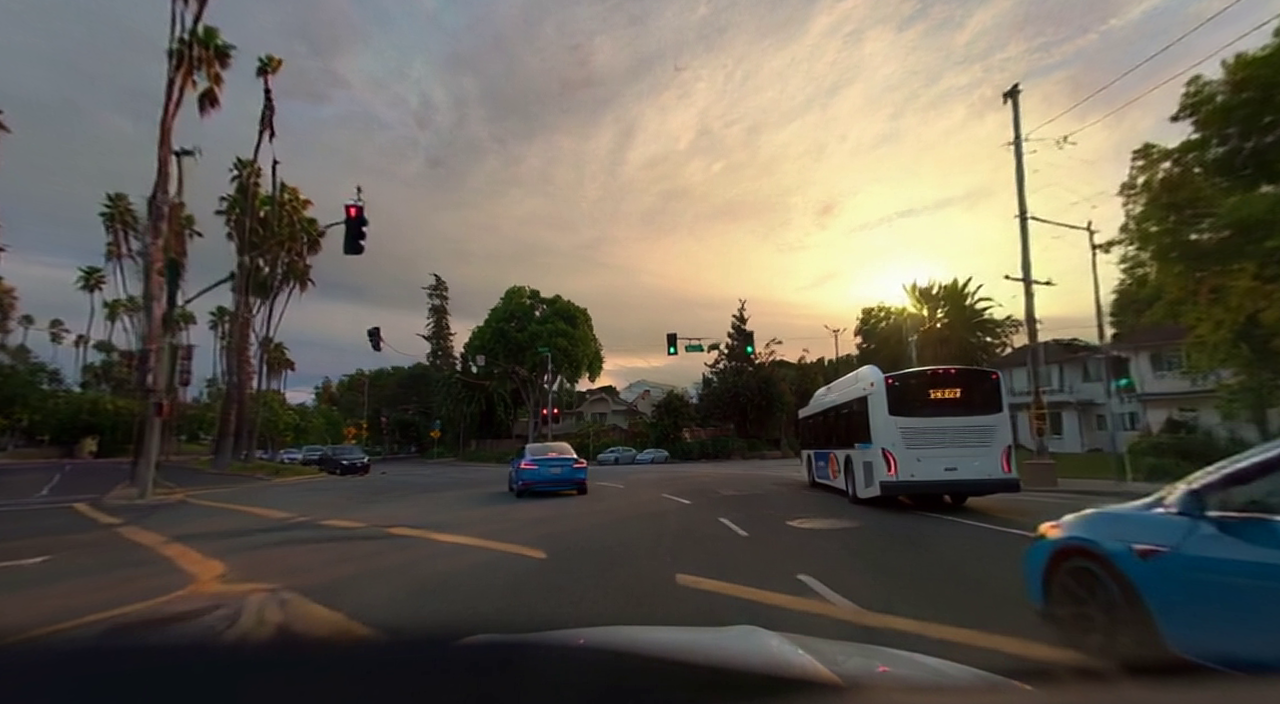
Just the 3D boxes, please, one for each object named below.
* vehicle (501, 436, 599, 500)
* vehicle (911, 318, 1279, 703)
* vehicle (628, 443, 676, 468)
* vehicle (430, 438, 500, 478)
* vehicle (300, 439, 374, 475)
[{"bbox_3d":[-2.917,3.518,19.585,2.341,1.709,4.466,2,-9,-16],"label":"vehicle"},{"bbox_3d":[3.460,0.827,2.622,2.205,1.803,5.135,0,-9,-2],"label":"vehicle"},{"bbox_3d":[0.990,7.717,47.309,2.122,1.730,5.138,-3,-9,18],"label":"vehicle"},{"bbox_3d":[-9.222,5.505,33.095,2.272,1.891,4.562,5,-10,-31],"label":"vehicle"},{"bbox_3d":[-17.348,5.962,36.041,2.283,1.878,5.384,7,-11,-41],"label":"vehicle"}]
